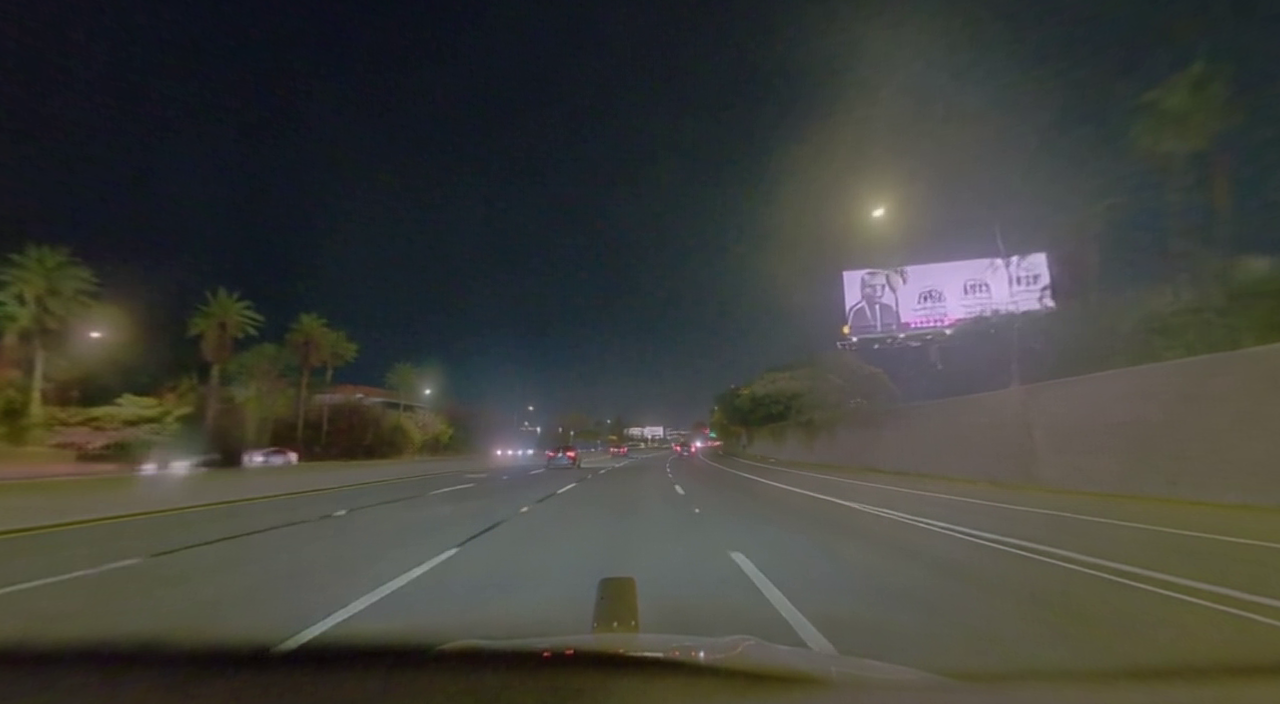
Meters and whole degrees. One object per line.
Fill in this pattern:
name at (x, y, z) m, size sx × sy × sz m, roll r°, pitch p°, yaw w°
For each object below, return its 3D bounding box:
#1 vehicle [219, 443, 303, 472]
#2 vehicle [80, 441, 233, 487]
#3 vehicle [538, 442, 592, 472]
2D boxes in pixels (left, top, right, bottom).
vehicle at (-22.388, 6.233, 37.530) m, size 2.139 × 1.566 × 4.463 m, roll 0°, pitch -9°, yaw 2°
vehicle at (-18.412, 4.260, 24.421) m, size 2.074 × 1.600 × 4.758 m, roll 0°, pitch -8°, yaw 1°
vehicle at (-3.814, 5.477, 33.105) m, size 2.078 × 1.457 × 4.648 m, roll 0°, pitch -8°, yaw 3°
